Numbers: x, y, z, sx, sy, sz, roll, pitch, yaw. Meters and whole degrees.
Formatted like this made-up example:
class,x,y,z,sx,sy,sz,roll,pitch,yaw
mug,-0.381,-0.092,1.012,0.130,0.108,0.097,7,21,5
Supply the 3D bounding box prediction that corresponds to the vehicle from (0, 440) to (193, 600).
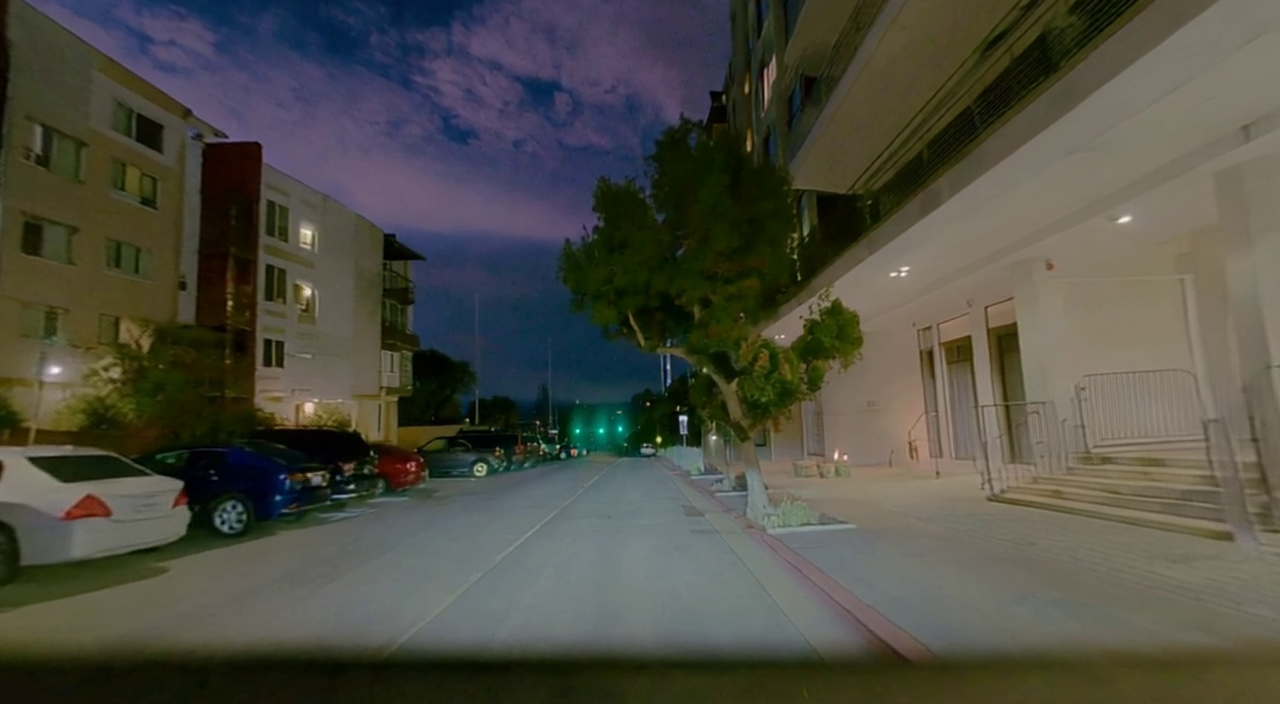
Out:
class,x,y,z,sx,sy,sz,roll,pitch,yaw
vehicle,-7.706,1.745,7.006,4.053,1.507,1.769,1,-9,-1
